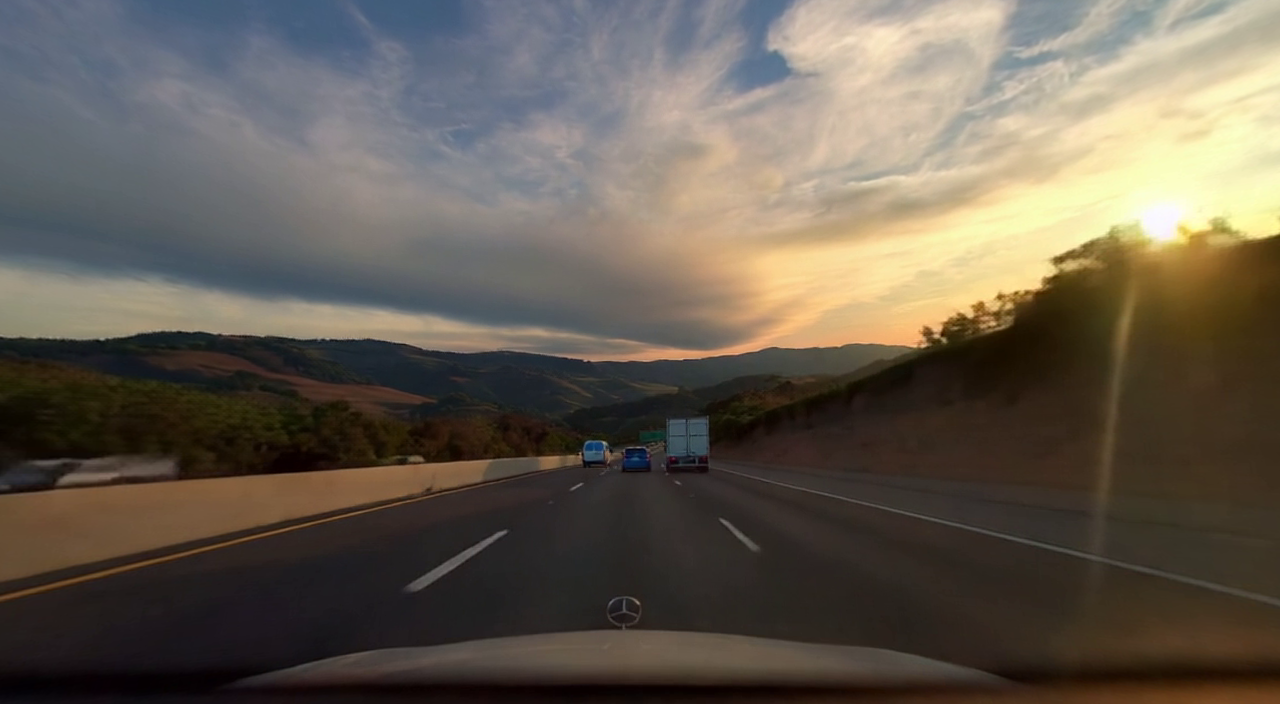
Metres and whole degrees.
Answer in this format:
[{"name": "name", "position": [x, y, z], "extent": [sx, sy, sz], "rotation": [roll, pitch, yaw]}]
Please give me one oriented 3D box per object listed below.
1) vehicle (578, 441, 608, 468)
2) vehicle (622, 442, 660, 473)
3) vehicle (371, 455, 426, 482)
[{"name": "vehicle", "position": [-3.665, 8.054, 49.717], "extent": [1.955, 2.004, 4.792], "rotation": [0, -9, 1]}, {"name": "vehicle", "position": [0.061, 6.526, 39.029], "extent": [2.166, 1.747, 4.299], "rotation": [0, -9, 0]}, {"name": "vehicle", "position": [-16.116, 7.763, 42.263], "extent": [1.887, 1.653, 4.289], "rotation": [0, -9, 1]}]
